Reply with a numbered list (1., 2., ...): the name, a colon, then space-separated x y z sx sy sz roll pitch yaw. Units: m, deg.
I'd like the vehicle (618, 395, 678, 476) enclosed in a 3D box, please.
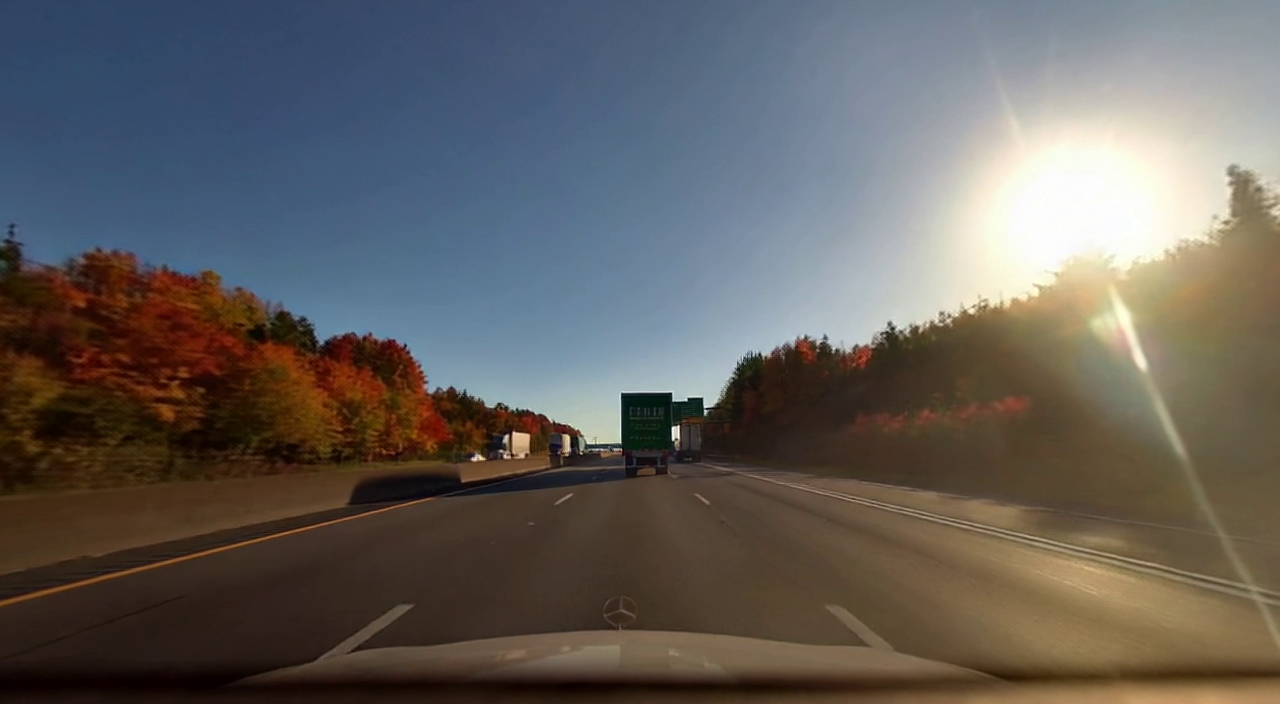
1. vehicle: 0.390 5.032 37.229 3.057 4.073 10.792 0 -9 0
